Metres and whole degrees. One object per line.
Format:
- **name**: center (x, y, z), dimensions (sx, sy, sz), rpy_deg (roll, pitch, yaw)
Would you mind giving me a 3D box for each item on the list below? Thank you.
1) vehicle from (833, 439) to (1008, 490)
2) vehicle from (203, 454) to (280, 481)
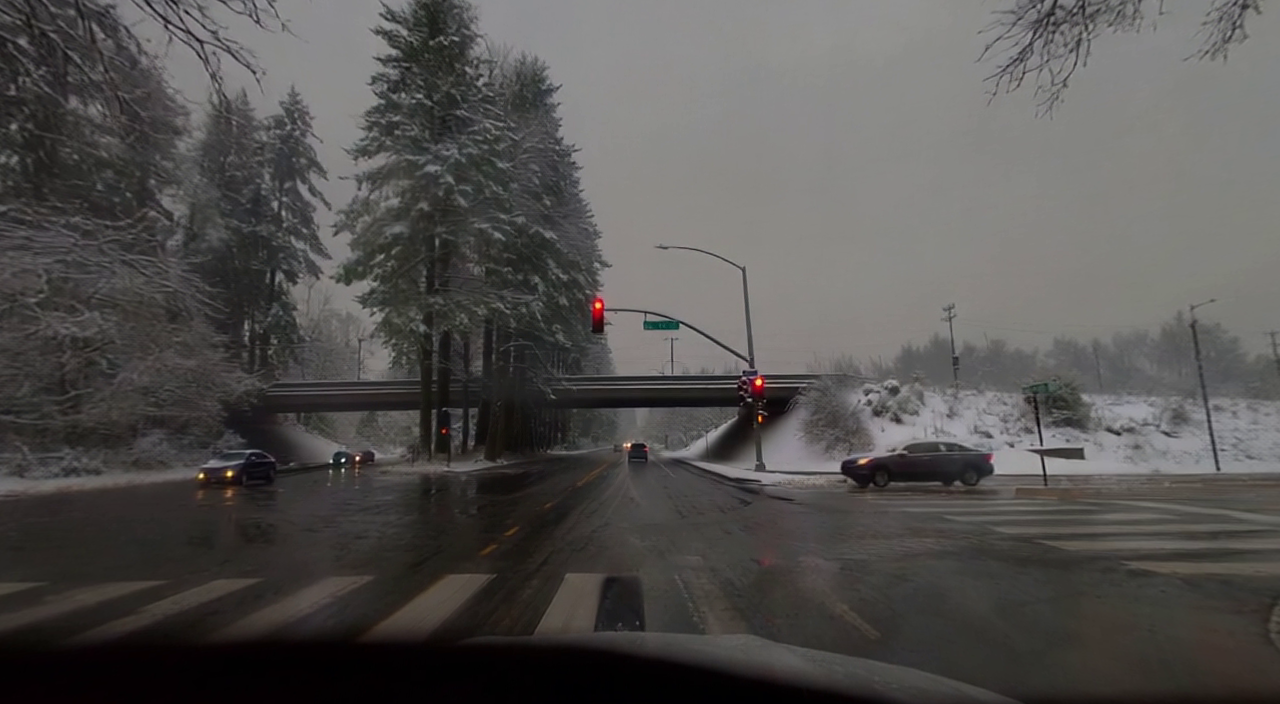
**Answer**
- **vehicle**: center (8.686, 3.466, 19.764), dimensions (4.691, 1.466, 1.800), rpy_deg (1, -9, -8)
- **vehicle**: center (-23.922, 6.909, 38.112), dimensions (1.834, 1.482, 4.310), rpy_deg (0, -8, 0)
